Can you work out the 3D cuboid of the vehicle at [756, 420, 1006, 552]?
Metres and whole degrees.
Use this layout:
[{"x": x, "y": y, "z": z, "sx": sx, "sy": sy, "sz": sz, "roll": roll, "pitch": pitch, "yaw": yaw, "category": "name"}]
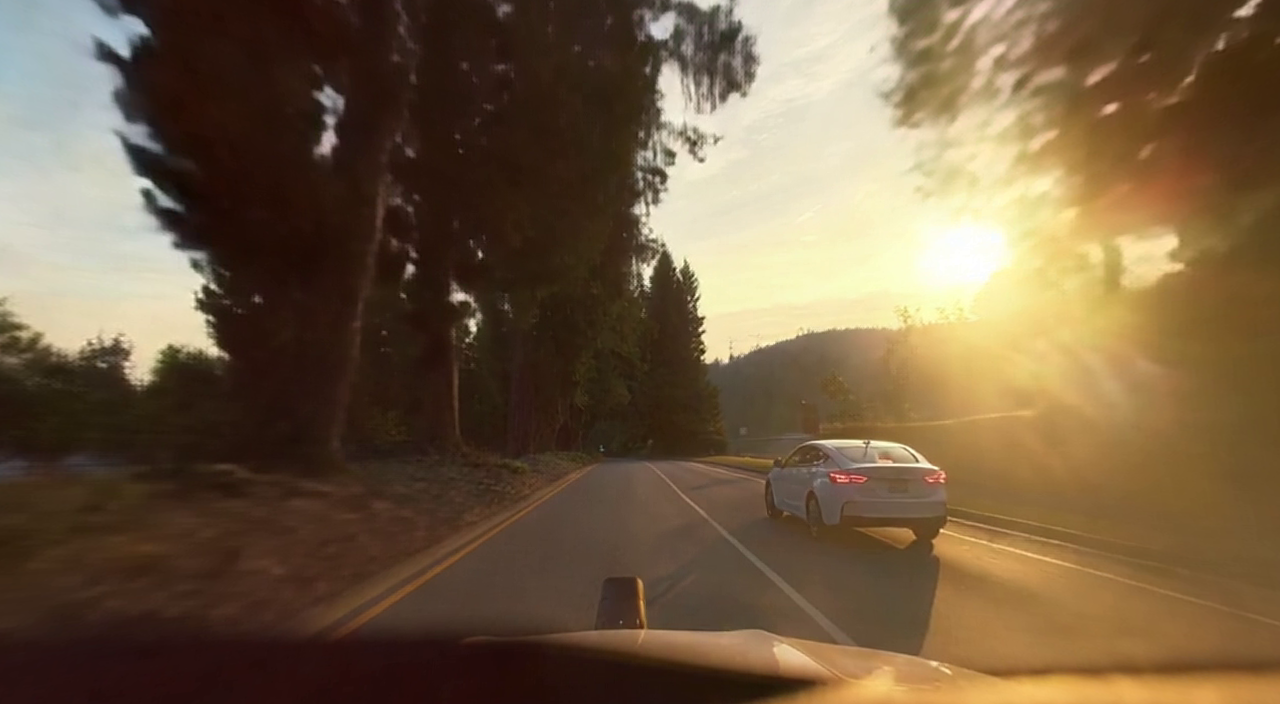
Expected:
[{"x": 3.383, "y": 1.982, "z": 10.085, "sx": 2.060, "sy": 1.584, "sz": 4.592, "roll": 0, "pitch": -9, "yaw": -2, "category": "vehicle"}]
